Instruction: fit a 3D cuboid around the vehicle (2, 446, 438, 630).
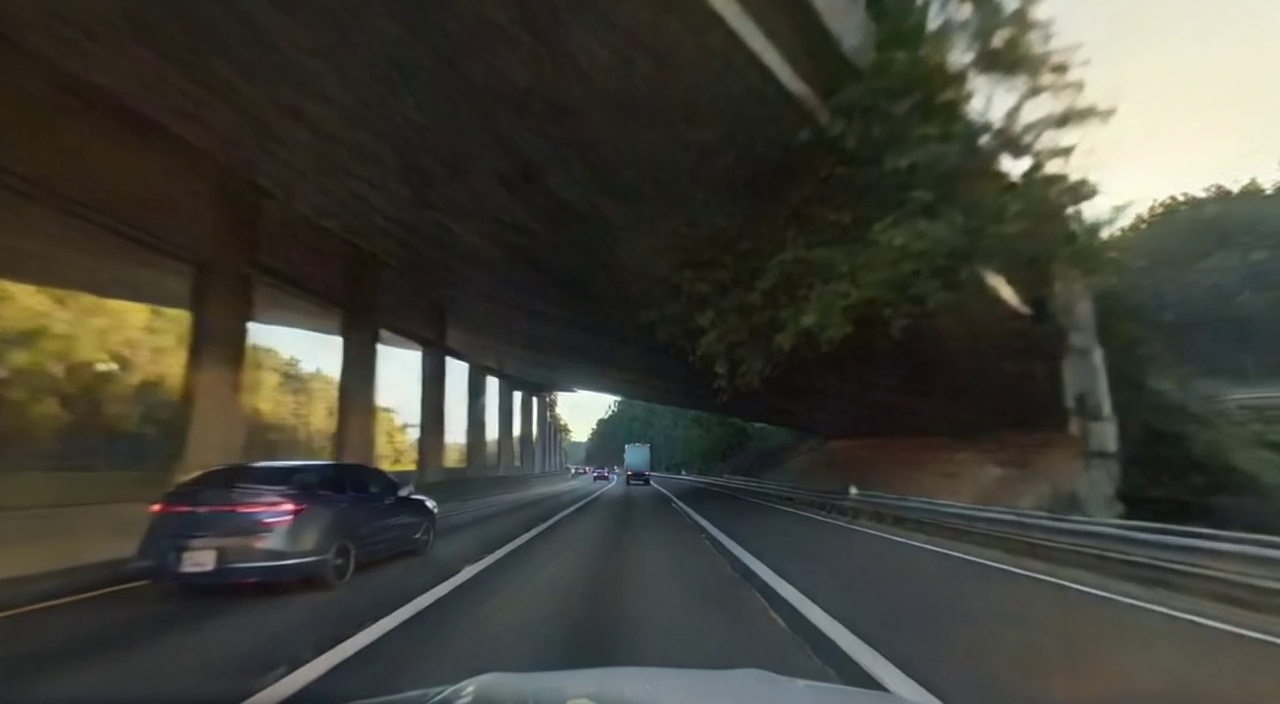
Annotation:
[{"bbox_3d":[-4.249,1.983,7.663,1.950,1.460,4.812,1,-11,0],"label":"vehicle"}]
